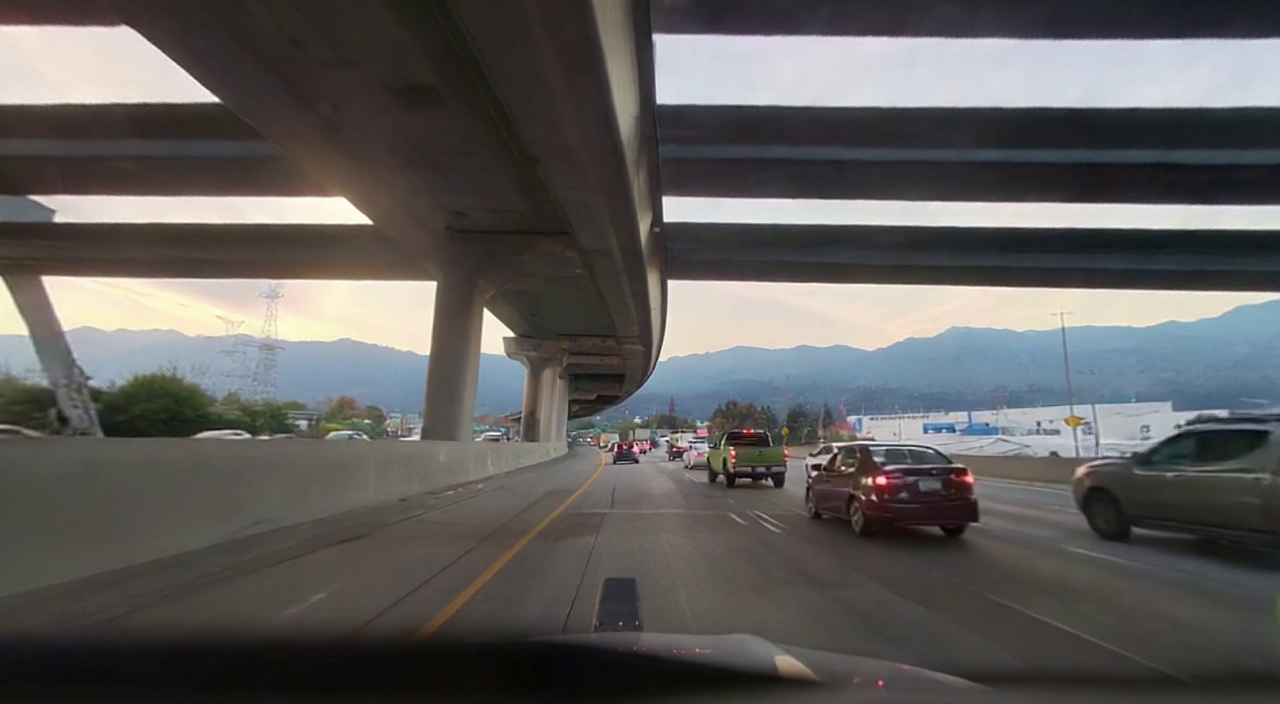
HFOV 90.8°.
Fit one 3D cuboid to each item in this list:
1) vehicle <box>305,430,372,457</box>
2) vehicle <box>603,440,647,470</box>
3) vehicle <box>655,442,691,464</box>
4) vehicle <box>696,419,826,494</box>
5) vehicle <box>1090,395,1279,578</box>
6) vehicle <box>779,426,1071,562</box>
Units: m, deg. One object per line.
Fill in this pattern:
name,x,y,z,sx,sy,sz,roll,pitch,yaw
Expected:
vehicle,-19.623,5.979,41.364,2.111,1.654,4.790,0,-9,-2
vehicle,-0.840,5.690,35.161,2.266,1.549,3.978,0,-8,-2
vehicle,2.324,7.298,45.920,2.057,1.517,4.538,0,-9,-4
vehicle,3.699,3.451,21.253,2.747,2.061,7.011,0,-9,-2
vehicle,7.783,1.344,6.223,2.210,1.884,5.878,0,-9,-2
vehicle,3.760,1.968,9.630,2.048,1.497,4.952,0,-9,-1
